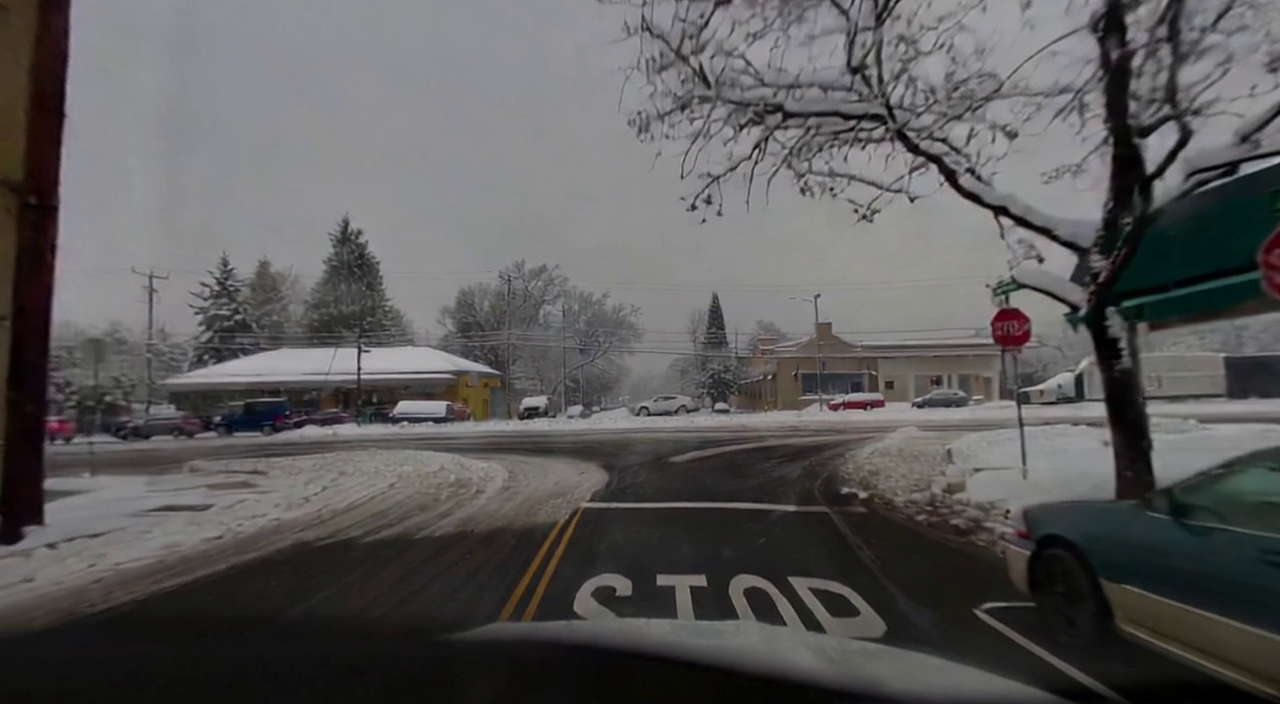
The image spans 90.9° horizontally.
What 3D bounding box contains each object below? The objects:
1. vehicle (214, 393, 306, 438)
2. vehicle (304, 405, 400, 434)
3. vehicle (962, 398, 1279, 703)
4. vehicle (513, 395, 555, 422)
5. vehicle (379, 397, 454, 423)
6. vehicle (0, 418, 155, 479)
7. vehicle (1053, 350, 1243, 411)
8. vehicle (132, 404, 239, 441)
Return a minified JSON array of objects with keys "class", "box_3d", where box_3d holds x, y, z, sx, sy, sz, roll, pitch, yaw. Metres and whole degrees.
[{"class":"vehicle","box_3d":[-20.293,3.451,33.785,3.506,2.261,2.158,-1,-8,8]},{"class":"vehicle","box_3d":[-15.108,3.567,33.143,4.233,1.432,1.755,-1,-8,9]},{"class":"vehicle","box_3d":[3.499,0.934,2.478,2.025,1.492,4.291,0,-8,-3]},{"class":"vehicle","box_3d":[-6.774,3.698,40.827,2.156,1.620,4.945,2,-6,-4]},{"class":"vehicle","box_3d":[-15.744,4.161,44.592,2.010,1.583,4.582,-6,-10,36]},{"class":"vehicle","box_3d":[-16.935,2.757,18.069,4.525,1.596,2.085,-1,-8,8]},{"class":"vehicle","box_3d":[35.162,2.011,43.865,10.986,3.604,2.707,-3,-6,-3]},{"class":"vehicle","box_3d":[-24.816,3.878,34.474,4.696,1.801,1.948,-3,-7,10]}]
